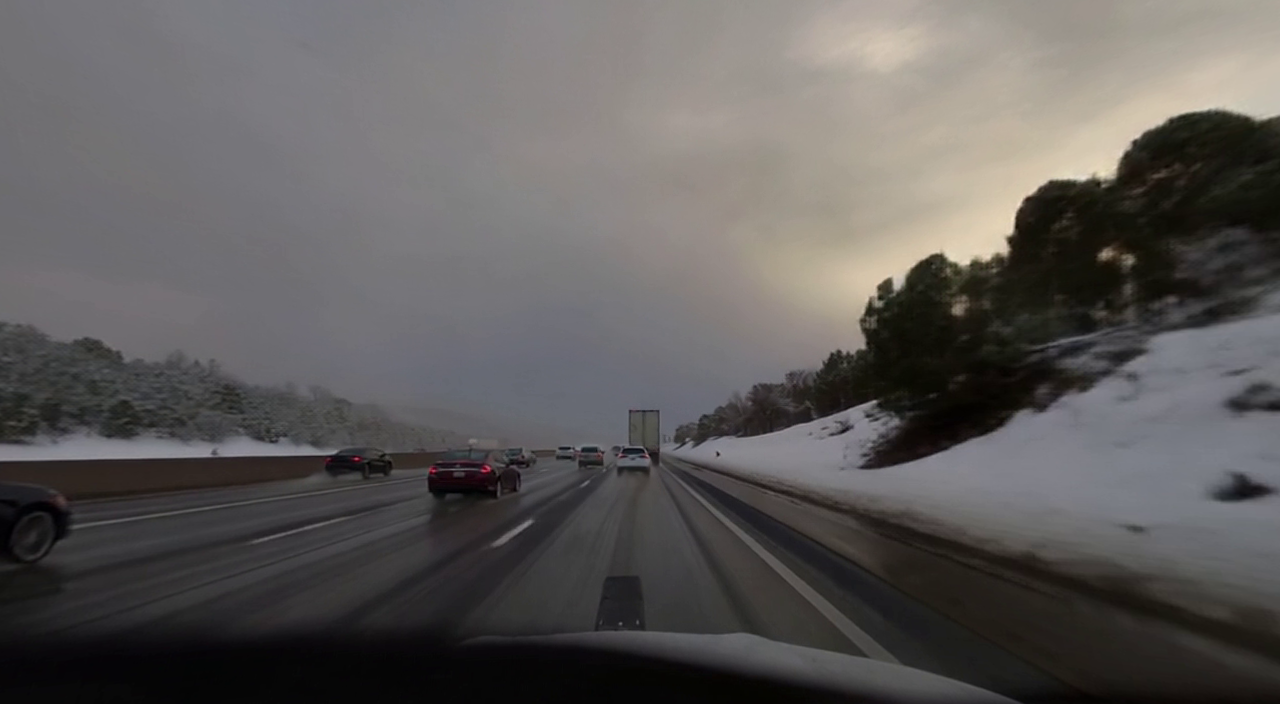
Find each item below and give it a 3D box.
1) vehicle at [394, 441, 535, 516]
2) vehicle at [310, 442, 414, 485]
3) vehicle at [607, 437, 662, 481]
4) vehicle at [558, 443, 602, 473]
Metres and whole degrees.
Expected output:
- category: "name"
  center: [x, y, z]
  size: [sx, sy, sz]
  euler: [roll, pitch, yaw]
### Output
- category: "vehicle"
  center: [-3.901, 2.880, 14.929]
  size: [1.943, 1.468, 4.547]
  euler: [0, -9, 1]
- category: "vehicle"
  center: [-10.795, 4.352, 24.849]
  size: [1.950, 1.507, 4.527]
  euler: [0, -9, 1]
- category: "vehicle"
  center: [-0.219, 4.725, 28.067]
  size: [2.281, 1.795, 4.297]
  euler: [1, -9, 0]
- category: "vehicle"
  center: [-3.564, 6.389, 38.297]
  size: [2.155, 1.661, 4.477]
  euler: [0, -9, 1]
